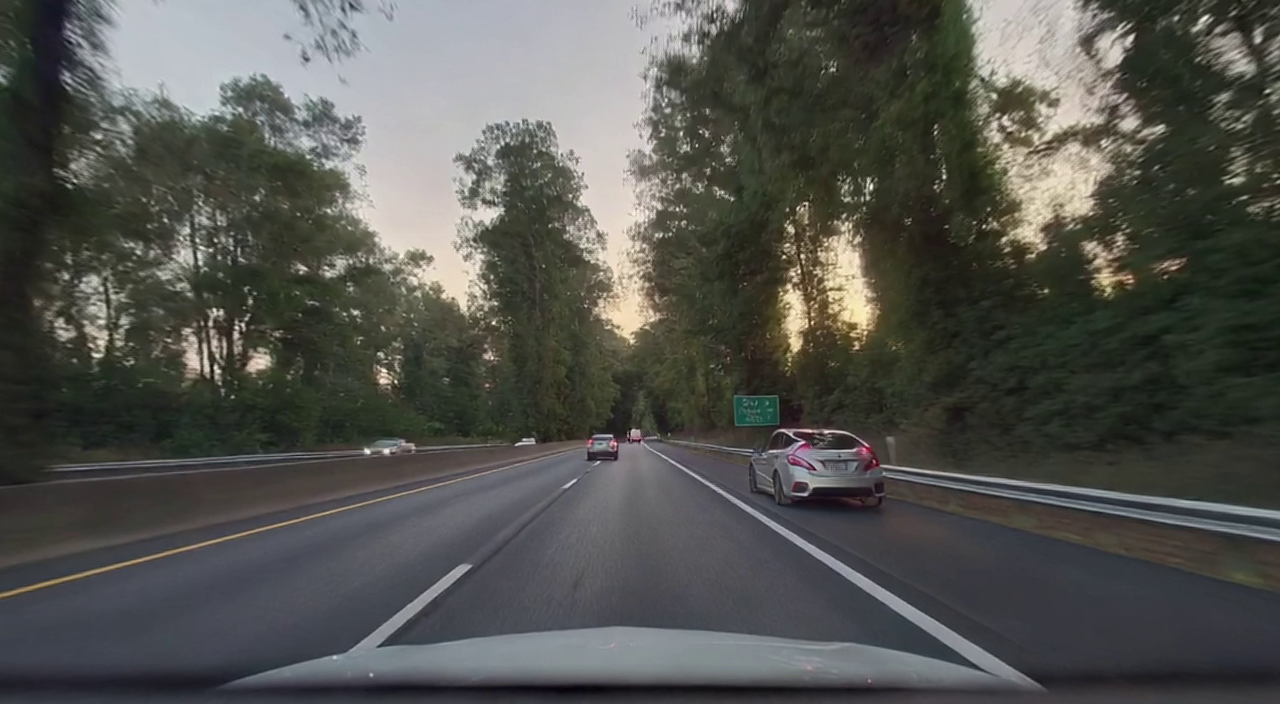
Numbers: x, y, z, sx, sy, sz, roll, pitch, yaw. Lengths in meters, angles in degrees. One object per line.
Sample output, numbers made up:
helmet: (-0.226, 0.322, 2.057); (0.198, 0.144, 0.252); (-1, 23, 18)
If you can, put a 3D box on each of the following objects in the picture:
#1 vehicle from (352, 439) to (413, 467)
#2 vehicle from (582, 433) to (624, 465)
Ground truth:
vehicle: (-16.255, 6.358, 40.081); (2.047, 1.671, 4.414); (0, -8, -1)
vehicle: (-2.019, 5.420, 35.496); (2.094, 1.653, 4.283); (0, -8, 1)
